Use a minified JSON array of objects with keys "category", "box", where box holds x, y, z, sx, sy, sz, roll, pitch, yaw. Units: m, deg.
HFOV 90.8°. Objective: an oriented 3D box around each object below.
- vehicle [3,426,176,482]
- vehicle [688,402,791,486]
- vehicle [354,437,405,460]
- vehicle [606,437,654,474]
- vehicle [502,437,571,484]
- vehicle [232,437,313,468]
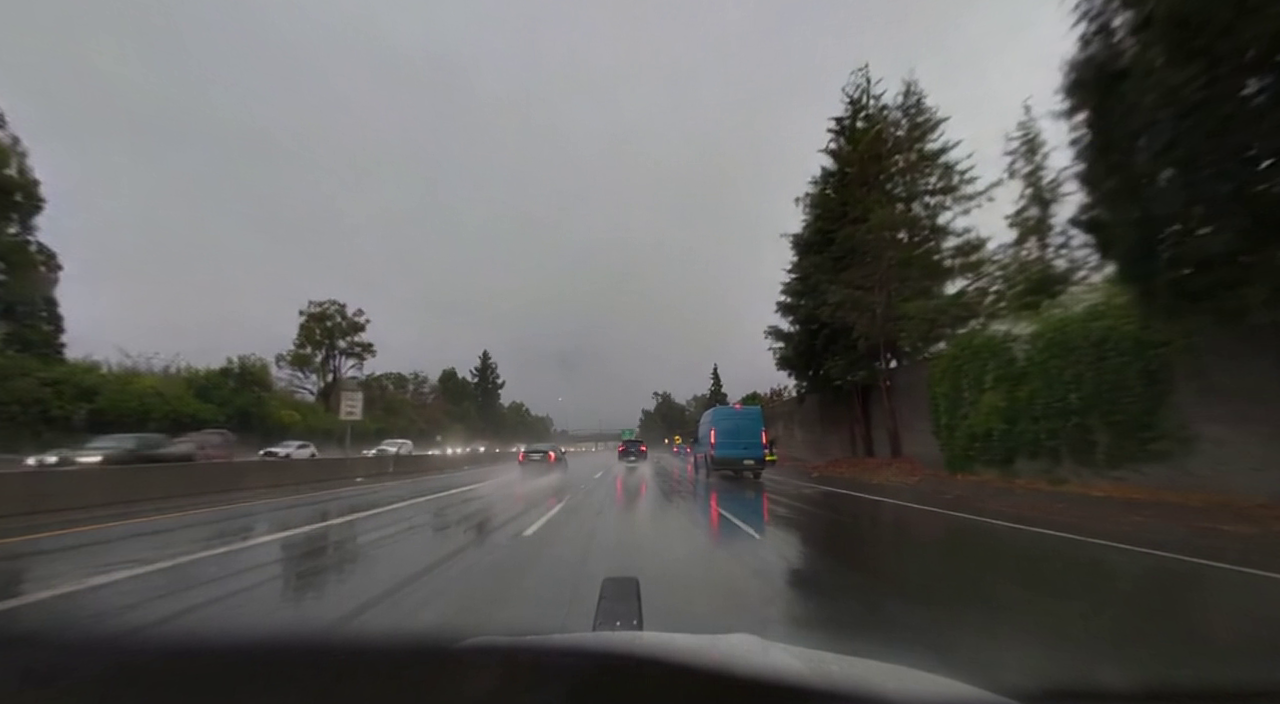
[{"category":"vehicle","box":[-16.917,3.159,19.714,2.134,1.538,3.622,0,-8,-1]},{"category":"vehicle","box":[3.493,3.483,23.854,2.631,2.709,6.496,0,-9,-2]},{"category":"vehicle","box":[-17.407,6.464,42.413,1.932,1.435,3.510,0,-9,-1]},{"category":"vehicle","box":[-0.533,5.361,32.886,2.297,1.783,4.355,0,-9,-1]},{"category":"vehicle","box":[-4.026,4.291,25.307,2.023,1.709,4.263,0,-8,0]},{"category":"vehicle","box":[-21.095,5.781,36.513,2.081,1.661,4.457,0,-8,-1]}]
